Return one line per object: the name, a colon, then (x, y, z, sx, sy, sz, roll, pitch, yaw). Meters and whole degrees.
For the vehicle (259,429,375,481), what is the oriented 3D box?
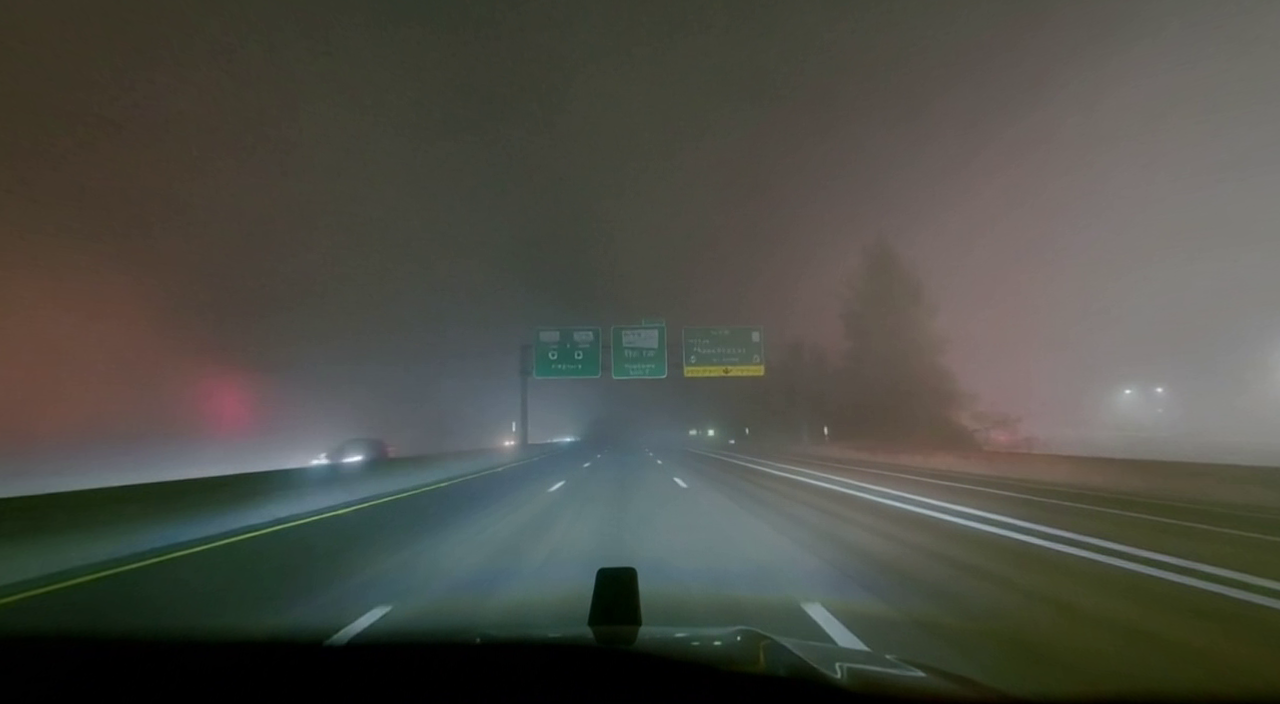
vehicle: (-12.489, 3.982, 24.734, 2.065, 1.794, 4.794, 0, -8, -1)
